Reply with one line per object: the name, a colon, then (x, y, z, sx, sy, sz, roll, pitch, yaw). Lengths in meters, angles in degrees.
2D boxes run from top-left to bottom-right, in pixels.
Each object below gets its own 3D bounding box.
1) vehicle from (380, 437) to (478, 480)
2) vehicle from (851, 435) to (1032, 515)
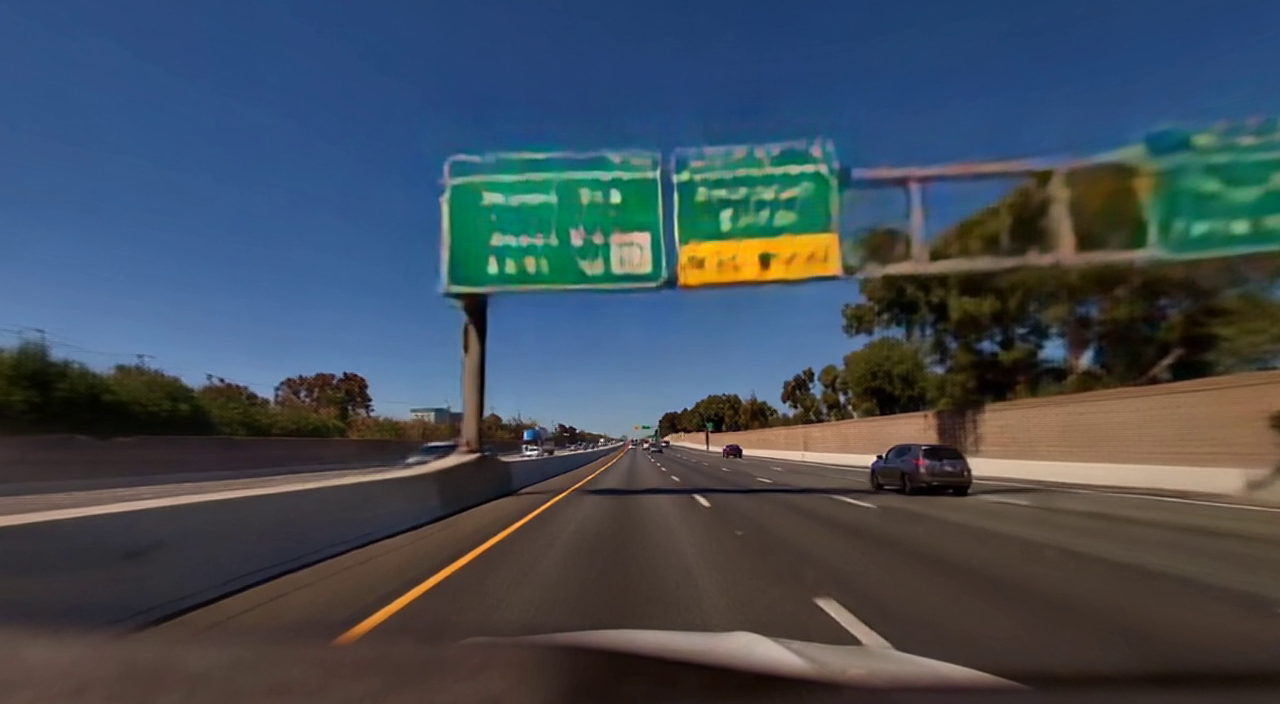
vehicle: (-10.067, 5.138, 30.876, 2.604, 1.870, 6.191, 0, -9, 0)
vehicle: (6.760, 2.789, 14.904, 1.901, 1.548, 4.684, 0, -9, -1)
